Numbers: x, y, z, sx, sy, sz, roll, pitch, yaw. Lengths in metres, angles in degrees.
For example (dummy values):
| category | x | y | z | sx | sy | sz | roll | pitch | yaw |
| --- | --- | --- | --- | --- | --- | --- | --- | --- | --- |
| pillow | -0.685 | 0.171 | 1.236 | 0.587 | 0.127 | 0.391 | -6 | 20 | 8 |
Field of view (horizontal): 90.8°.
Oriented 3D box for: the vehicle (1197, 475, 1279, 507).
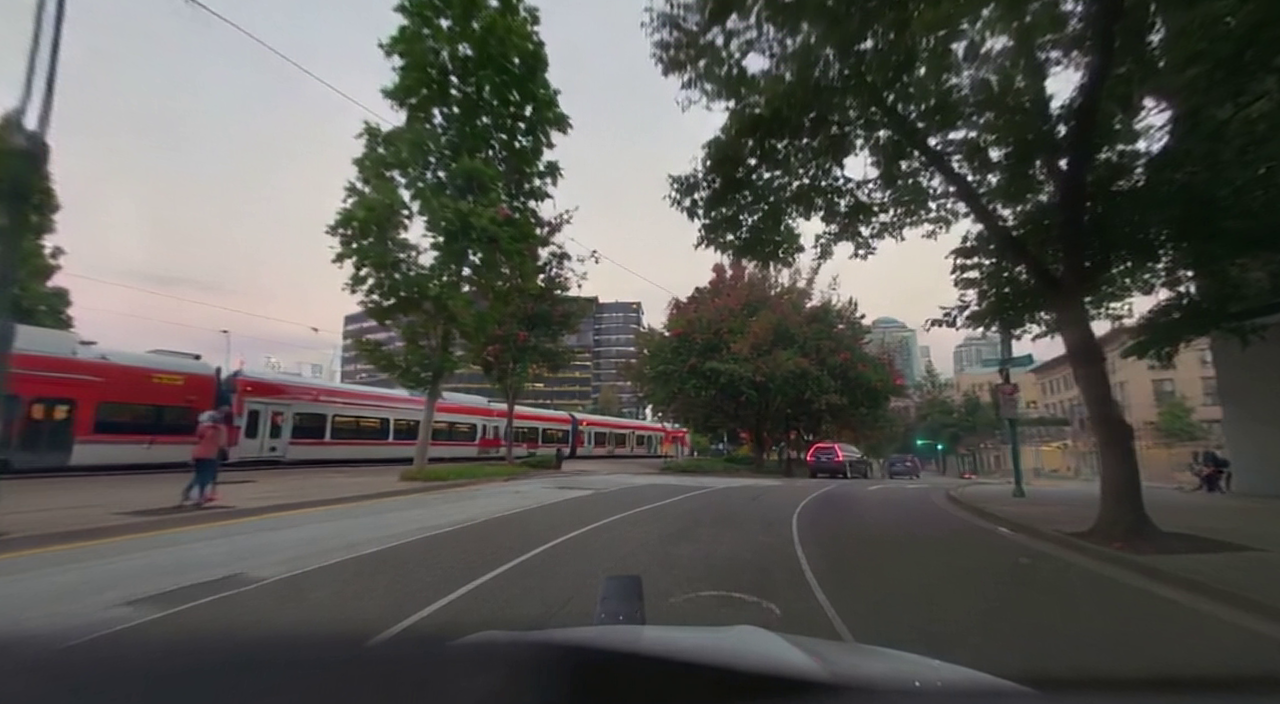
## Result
| category | x | y | z | sx | sy | sz | roll | pitch | yaw |
| --- | --- | --- | --- | --- | --- | --- | --- | --- | --- |
| vehicle | 30.894 | 6.947 | 31.684 | 4.118 | 1.477 | 1.691 | -1 | -9 | 2 |

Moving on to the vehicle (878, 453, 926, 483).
| category | x | y | z | sx | sy | sz | roll | pitch | yaw |
| --- | --- | --- | --- | --- | --- | --- | --- | --- | --- |
| vehicle | 16.888 | 7.409 | 40.602 | 2.010 | 1.725 | 4.320 | -6 | -10 | 32 |

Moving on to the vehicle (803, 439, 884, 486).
| category | x | y | z | sx | sy | sz | roll | pitch | yaw |
| --- | --- | --- | --- | --- | --- | --- | --- | --- | --- |
| vehicle | 8.529 | 4.534 | 26.233 | 2.263 | 1.765 | 4.237 | -5 | -10 | 29 |
